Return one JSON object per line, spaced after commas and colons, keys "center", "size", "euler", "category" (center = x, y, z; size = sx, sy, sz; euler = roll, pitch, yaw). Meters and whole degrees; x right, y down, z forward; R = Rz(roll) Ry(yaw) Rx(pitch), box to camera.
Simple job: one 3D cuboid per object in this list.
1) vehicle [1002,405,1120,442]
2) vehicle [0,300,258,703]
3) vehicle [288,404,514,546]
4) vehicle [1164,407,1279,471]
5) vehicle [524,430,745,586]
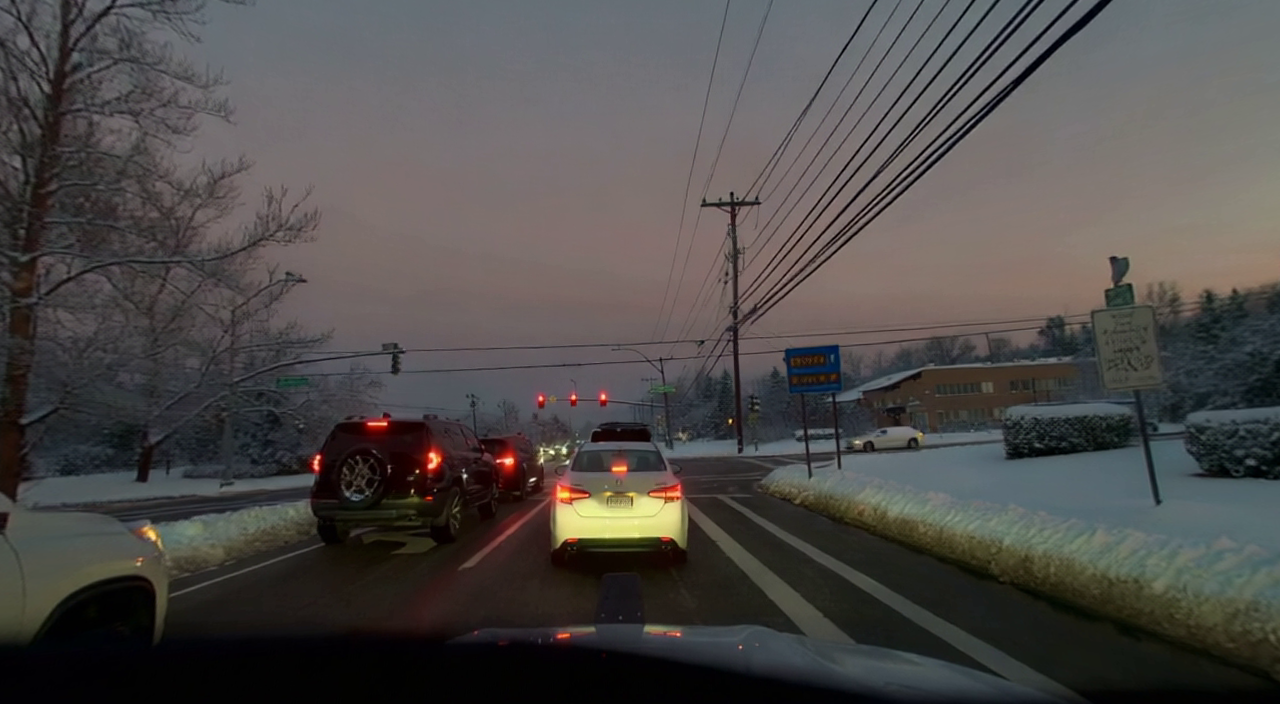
{"center": [26.888, 4.630, 40.508], "size": [5.782, 2.286, 2.223], "euler": [-1, -9, 5], "category": "vehicle"}
{"center": [-3.590, 0.630, 1.521], "size": [2.085, 1.943, 5.053], "euler": [0, -8, 1], "category": "vehicle"}
{"center": [-3.847, 2.086, 11.367], "size": [2.147, 1.963, 4.927], "euler": [0, -8, -1], "category": "vehicle"}
{"center": [17.018, 2.542, 18.268], "size": [1.858, 1.622, 4.491], "euler": [-5, -10, 28], "category": "vehicle"}
{"center": [-0.106, 1.800, 8.138], "size": [2.121, 1.474, 3.968], "euler": [0, -8, -2], "category": "vehicle"}
